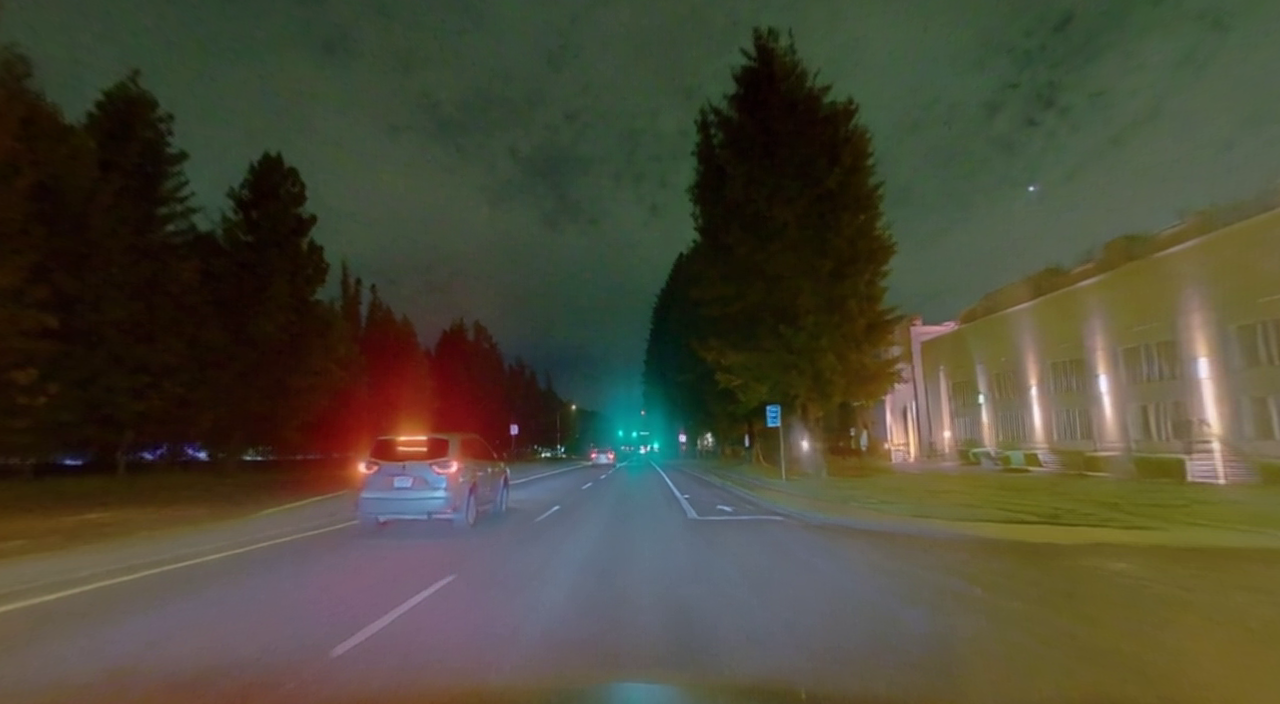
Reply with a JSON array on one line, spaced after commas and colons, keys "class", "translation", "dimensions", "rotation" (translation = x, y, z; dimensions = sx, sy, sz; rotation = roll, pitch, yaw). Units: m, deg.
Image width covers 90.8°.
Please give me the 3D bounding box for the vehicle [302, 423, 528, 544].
[{"class": "vehicle", "translation": [-3.593, 2.208, 11.313], "dimensions": [2.202, 1.685, 4.772], "rotation": [0, -9, 1]}]
